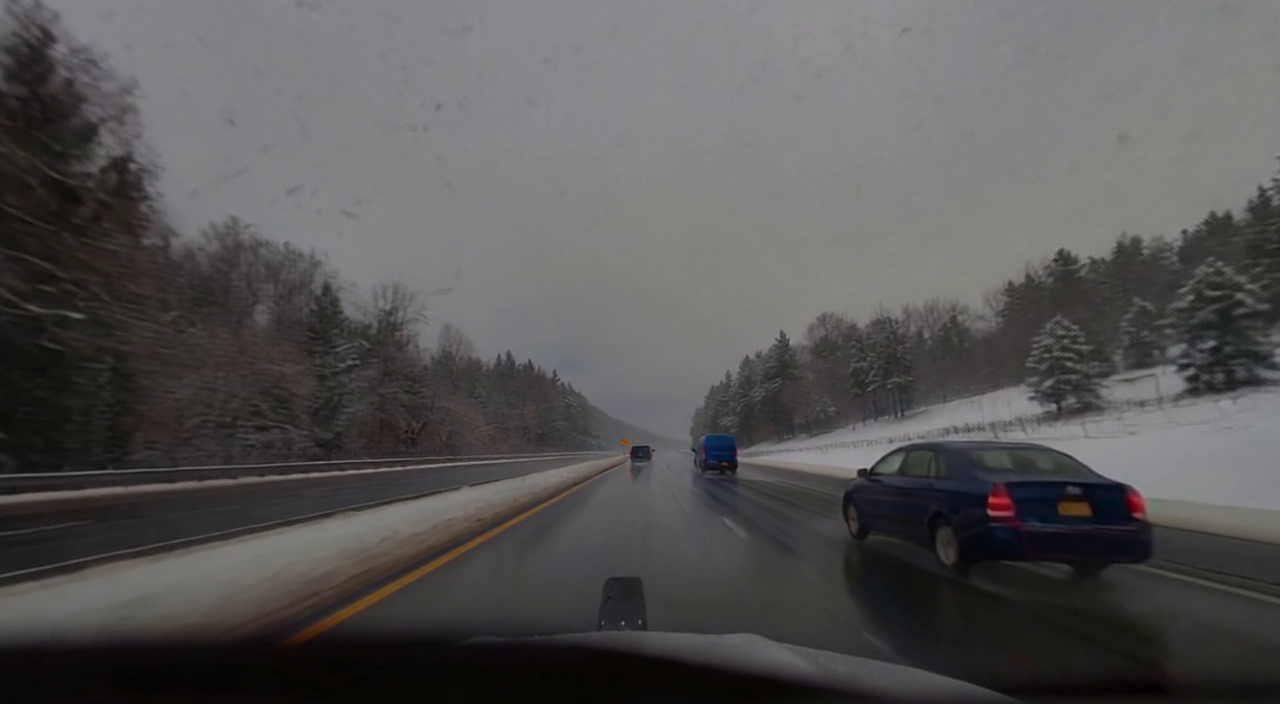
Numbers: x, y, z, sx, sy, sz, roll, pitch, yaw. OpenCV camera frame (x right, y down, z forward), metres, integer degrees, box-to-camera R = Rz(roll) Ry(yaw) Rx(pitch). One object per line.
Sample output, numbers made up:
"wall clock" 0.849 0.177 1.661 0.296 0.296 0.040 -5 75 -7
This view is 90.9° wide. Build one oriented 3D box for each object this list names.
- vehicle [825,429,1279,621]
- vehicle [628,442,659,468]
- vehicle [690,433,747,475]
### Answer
"vehicle" 3.897 1.687 7.276 2.043 1.431 4.922 0 -9 0
"vehicle" 0.259 7.182 44.091 2.087 1.707 4.316 0 -9 1
"vehicle" 4.120 5.490 34.071 2.371 2.045 4.768 0 -9 -1
